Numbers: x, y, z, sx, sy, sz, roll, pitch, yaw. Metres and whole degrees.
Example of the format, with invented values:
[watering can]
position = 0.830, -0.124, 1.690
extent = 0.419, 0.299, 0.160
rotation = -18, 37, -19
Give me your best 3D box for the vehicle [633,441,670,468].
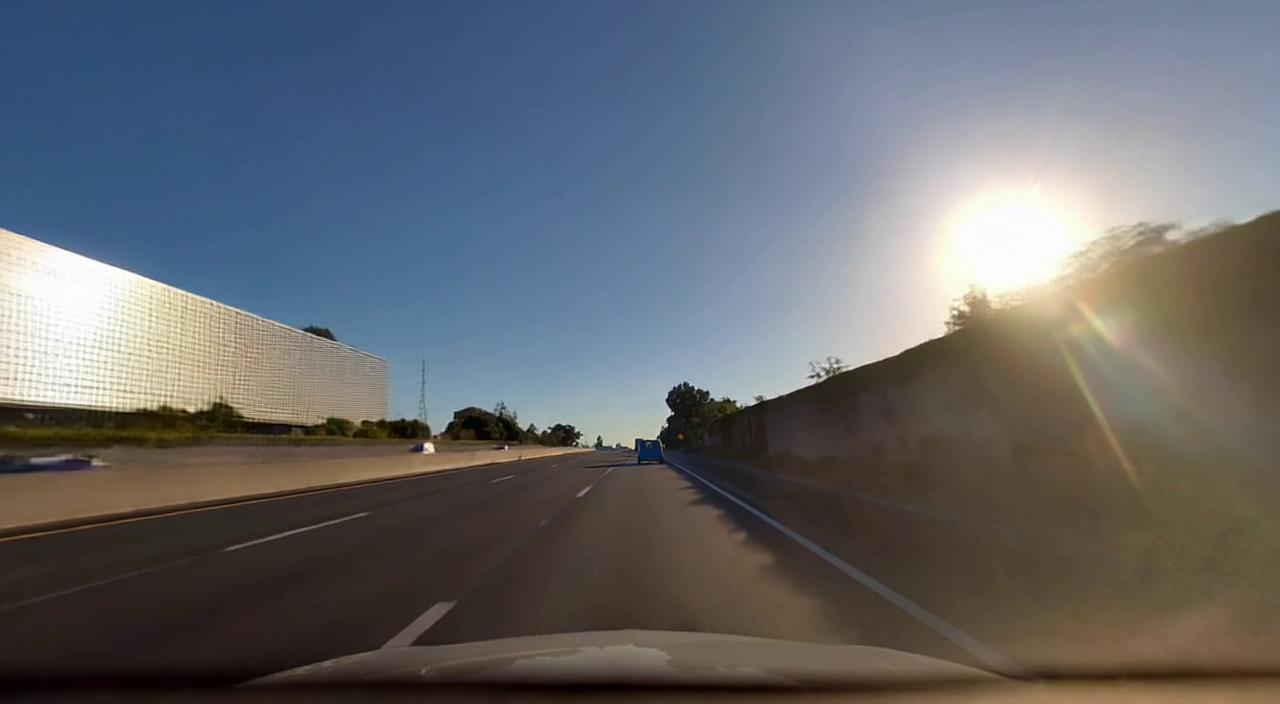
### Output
[vehicle]
position = 0.655, 5.845, 36.053
extent = 1.997, 1.484, 3.409
rotation = 0, -8, 0
